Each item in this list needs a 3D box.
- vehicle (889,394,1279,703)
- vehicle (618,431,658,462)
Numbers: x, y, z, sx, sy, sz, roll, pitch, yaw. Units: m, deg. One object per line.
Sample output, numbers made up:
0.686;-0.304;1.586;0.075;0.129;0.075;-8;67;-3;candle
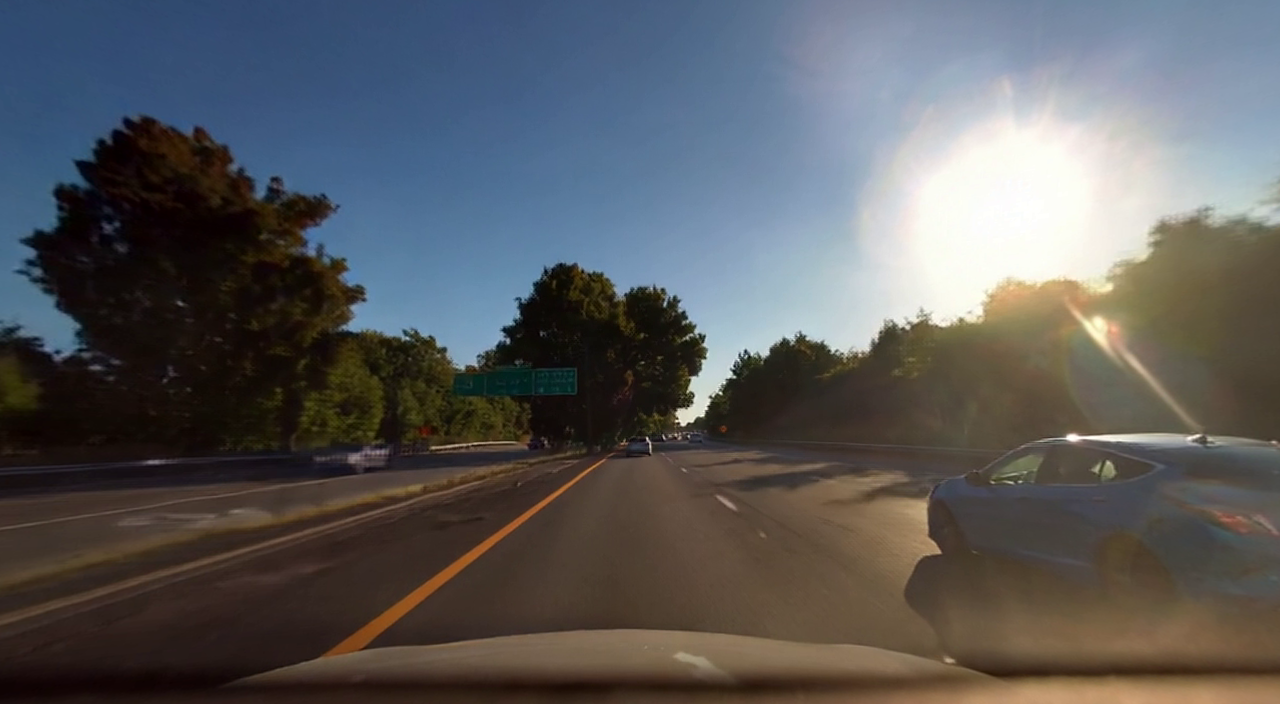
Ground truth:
3.875;1.194;4.783;1.981;1.467;4.459;0;-8;-3;vehicle
-0.148;5.094;34.086;2.046;1.526;3.903;0;-8;-1;vehicle
